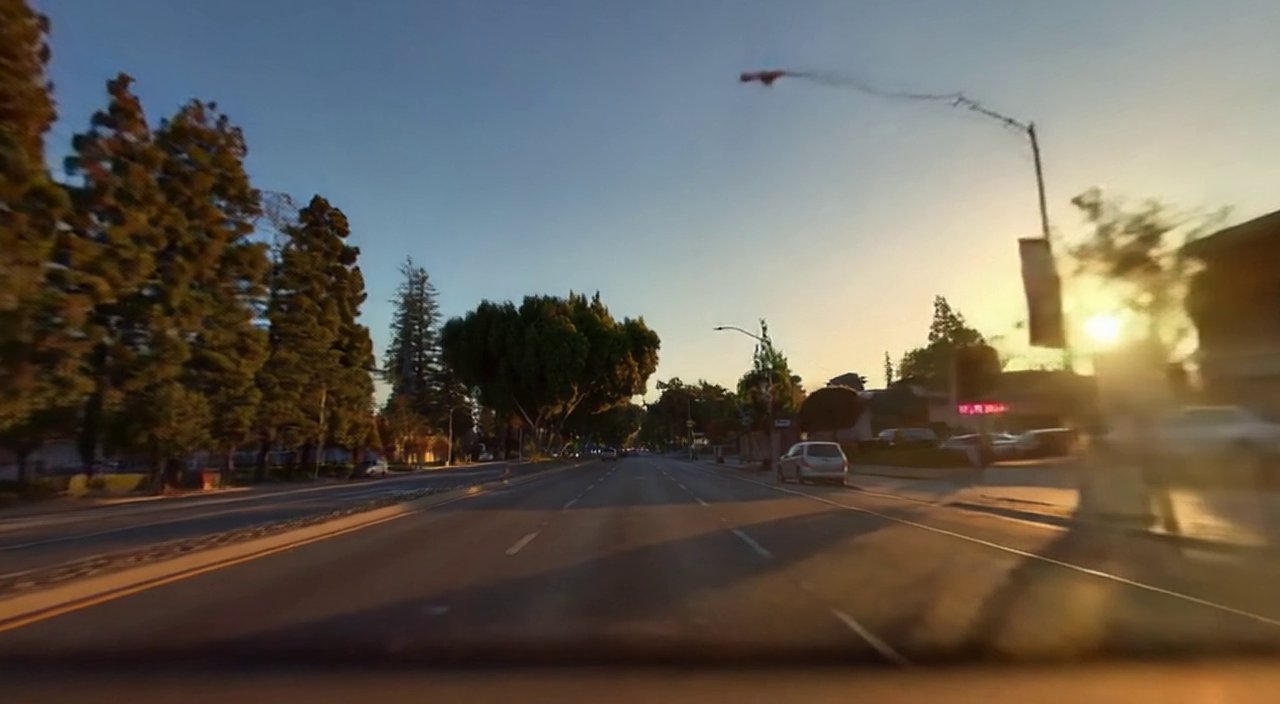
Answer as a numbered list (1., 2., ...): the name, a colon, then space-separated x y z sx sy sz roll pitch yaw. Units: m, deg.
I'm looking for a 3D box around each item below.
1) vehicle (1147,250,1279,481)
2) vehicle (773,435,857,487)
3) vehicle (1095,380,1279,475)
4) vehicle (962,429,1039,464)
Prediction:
1. vehicle: 24.049 -0.236 16.291 16.415 6.611 1.394 -7 -11 26
2. vehicle: 7.010 4.415 25.853 1.954 1.907 4.736 0 -9 -1
3. vehicle: 13.904 1.723 13.681 6.592 1.676 4.007 5 -10 -29
4. vehicle: 14.409 3.776 25.210 3.386 1.301 0.852 5 -10 -27
